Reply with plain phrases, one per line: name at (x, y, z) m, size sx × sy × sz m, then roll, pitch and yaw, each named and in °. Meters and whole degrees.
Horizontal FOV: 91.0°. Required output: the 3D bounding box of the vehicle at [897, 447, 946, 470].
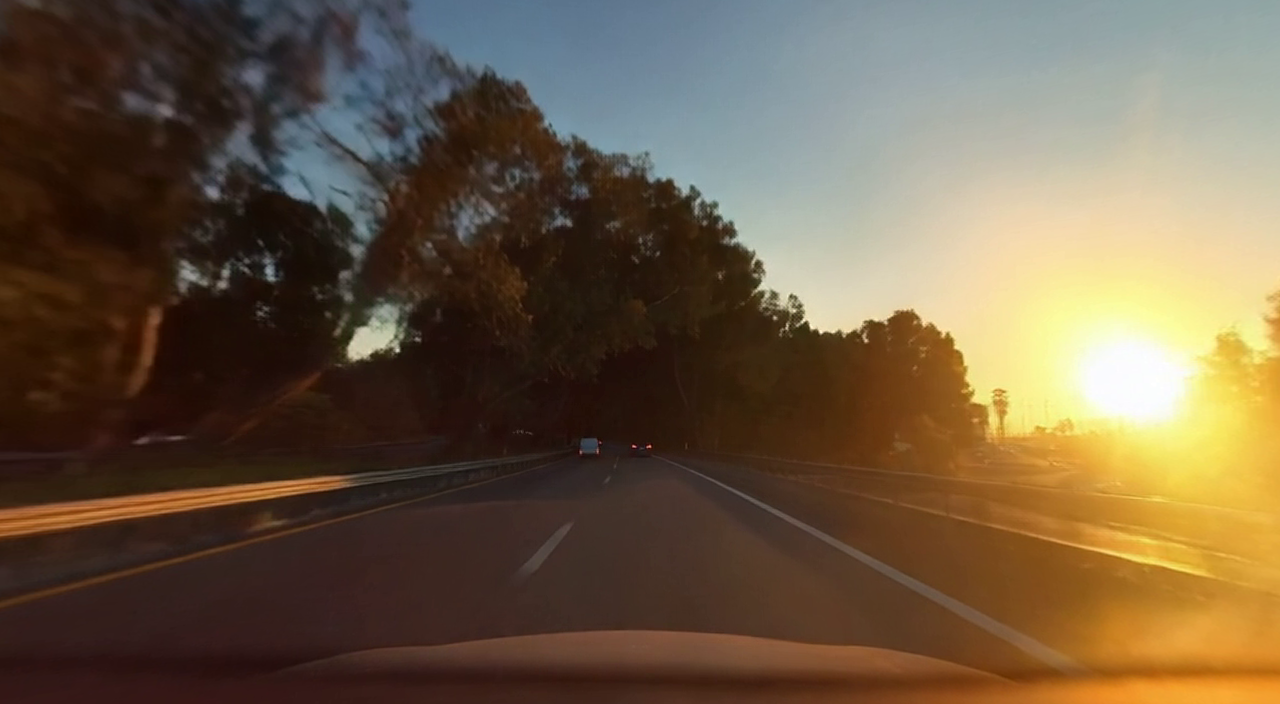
vehicle at (20.545, 7.735, 46.108) m, size 1.889 × 1.560 × 4.976 m, roll -1°, pitch -8°, yaw 7°

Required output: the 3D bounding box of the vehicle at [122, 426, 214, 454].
vehicle at (-29.553, 5.550, 39.619) m, size 1.955 × 1.656 × 4.850 m, roll 0°, pitch -8°, yaw 1°

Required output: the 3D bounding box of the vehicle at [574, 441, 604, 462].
vehicle at (-3.946, 7.787, 49.333) m, size 2.057 × 1.514 × 3.845 m, roll 0°, pitch -8°, yaw 0°
